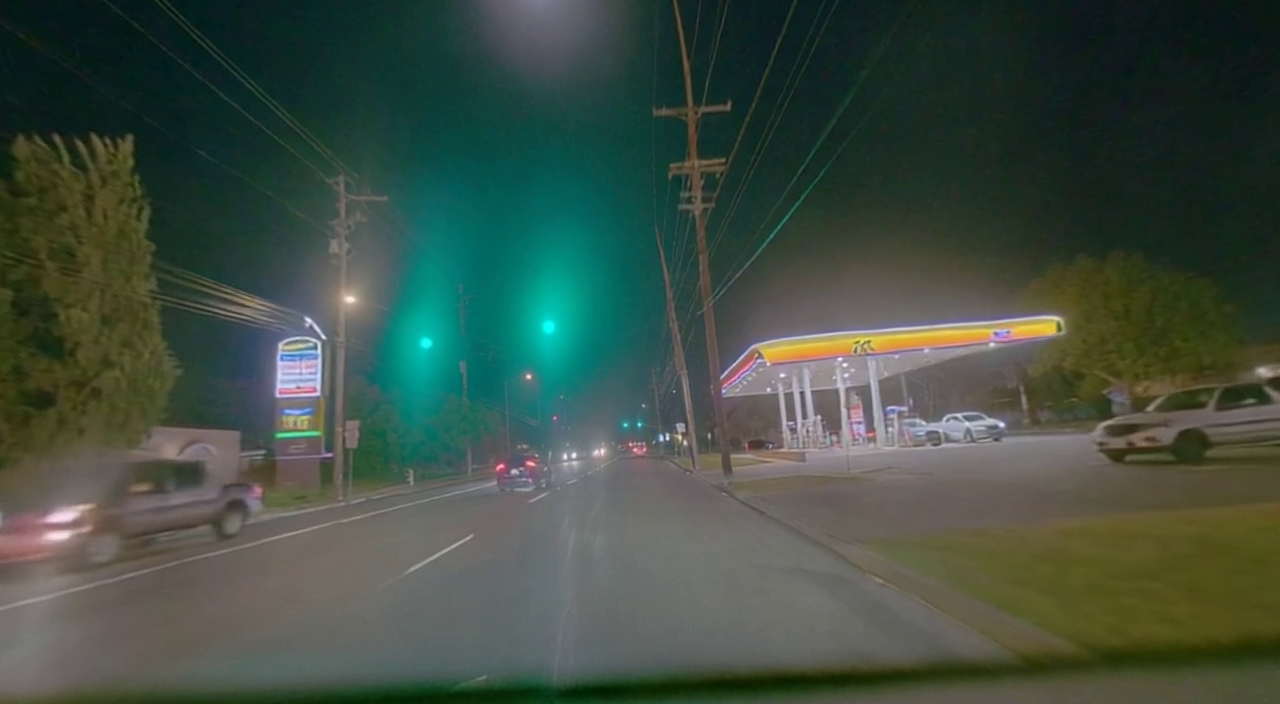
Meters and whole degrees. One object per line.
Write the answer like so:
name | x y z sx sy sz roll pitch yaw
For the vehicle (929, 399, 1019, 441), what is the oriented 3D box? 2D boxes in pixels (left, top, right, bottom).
vehicle | 17.441 3.664 33.298 2.014 2.048 4.717 0 -8 -1

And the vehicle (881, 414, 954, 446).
vehicle | 14.375 4.105 33.009 1.835 1.549 4.178 0 -8 -1

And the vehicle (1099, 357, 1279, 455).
vehicle | 13.923 1.269 14.162 5.266 2.021 2.329 -1 -8 4

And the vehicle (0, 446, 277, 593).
vehicle | -7.921 2.369 9.916 1.956 1.751 4.354 0 -8 -2

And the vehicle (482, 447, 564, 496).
vehicle | -3.836 3.969 21.483 1.943 1.455 4.414 0 -8 0
